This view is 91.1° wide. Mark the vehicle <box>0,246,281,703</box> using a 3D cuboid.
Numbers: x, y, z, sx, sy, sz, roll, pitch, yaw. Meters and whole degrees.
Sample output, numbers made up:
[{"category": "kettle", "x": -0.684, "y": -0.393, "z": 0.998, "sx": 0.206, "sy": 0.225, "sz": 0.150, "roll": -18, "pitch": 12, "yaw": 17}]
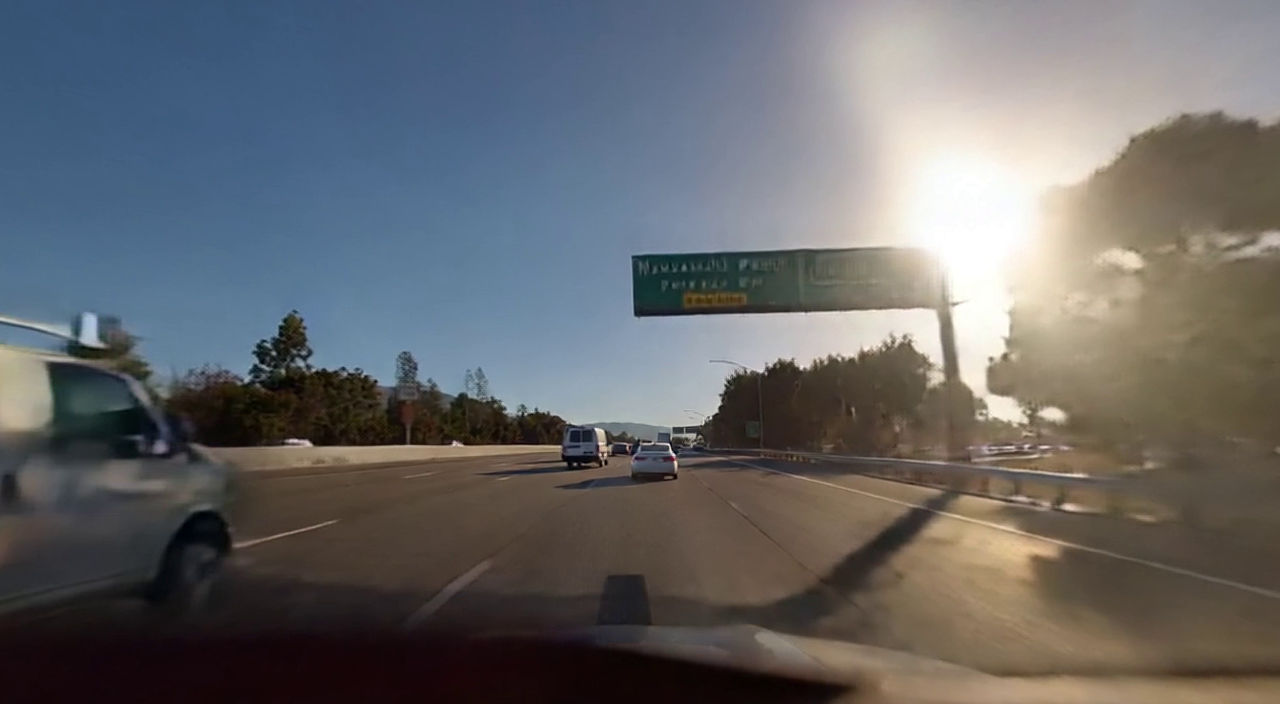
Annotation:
[{"category": "vehicle", "x": -3.900, "y": 0.476, "z": 1.901, "sx": 2.292, "sy": 2.070, "sz": 5.532, "roll": 0, "pitch": -8, "yaw": 0}]

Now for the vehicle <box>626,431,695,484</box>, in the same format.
[{"category": "vehicle", "x": 0.673, "y": 3.676, "z": 22.146, "sx": 2.165, "sy": 1.653, "sz": 4.456, "roll": 0, "pitch": -8, "yaw": 1}]

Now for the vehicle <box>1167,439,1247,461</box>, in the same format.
[{"category": "vehicle", "x": 38.910, "y": 6.699, "z": 43.180, "sx": 1.757, "sy": 1.441, "sz": 3.590, "roll": 2, "pitch": -9, "yaw": -13}]

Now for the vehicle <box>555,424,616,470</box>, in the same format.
[{"category": "vehicle", "x": -2.654, "y": 4.867, "z": 32.288, "sx": 2.526, "sy": 2.146, "sz": 5.594, "roll": 0, "pitch": -8, "yaw": 1}]
